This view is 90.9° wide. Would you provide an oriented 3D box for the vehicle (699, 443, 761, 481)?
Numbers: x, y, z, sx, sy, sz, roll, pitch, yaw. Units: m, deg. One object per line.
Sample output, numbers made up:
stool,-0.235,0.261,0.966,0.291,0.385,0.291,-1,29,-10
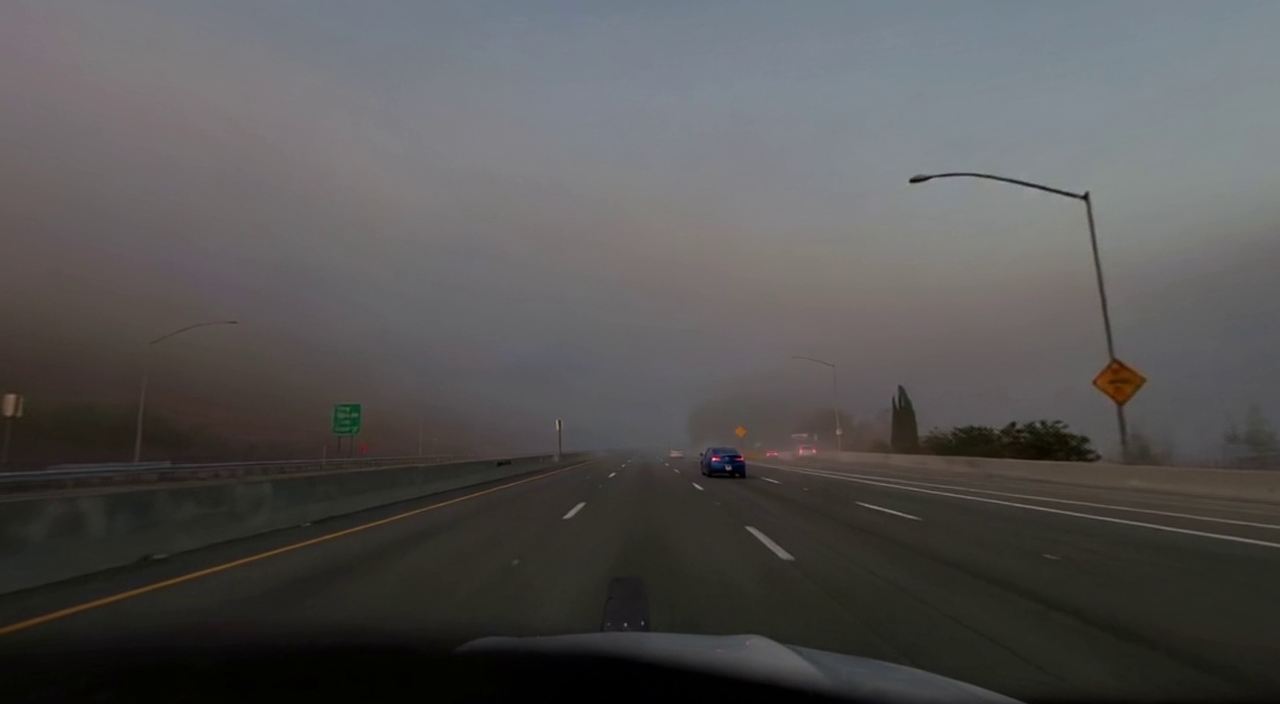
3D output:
vehicle,3.733,4.624,26.975,1.916,1.469,4.481,0,-8,-1
